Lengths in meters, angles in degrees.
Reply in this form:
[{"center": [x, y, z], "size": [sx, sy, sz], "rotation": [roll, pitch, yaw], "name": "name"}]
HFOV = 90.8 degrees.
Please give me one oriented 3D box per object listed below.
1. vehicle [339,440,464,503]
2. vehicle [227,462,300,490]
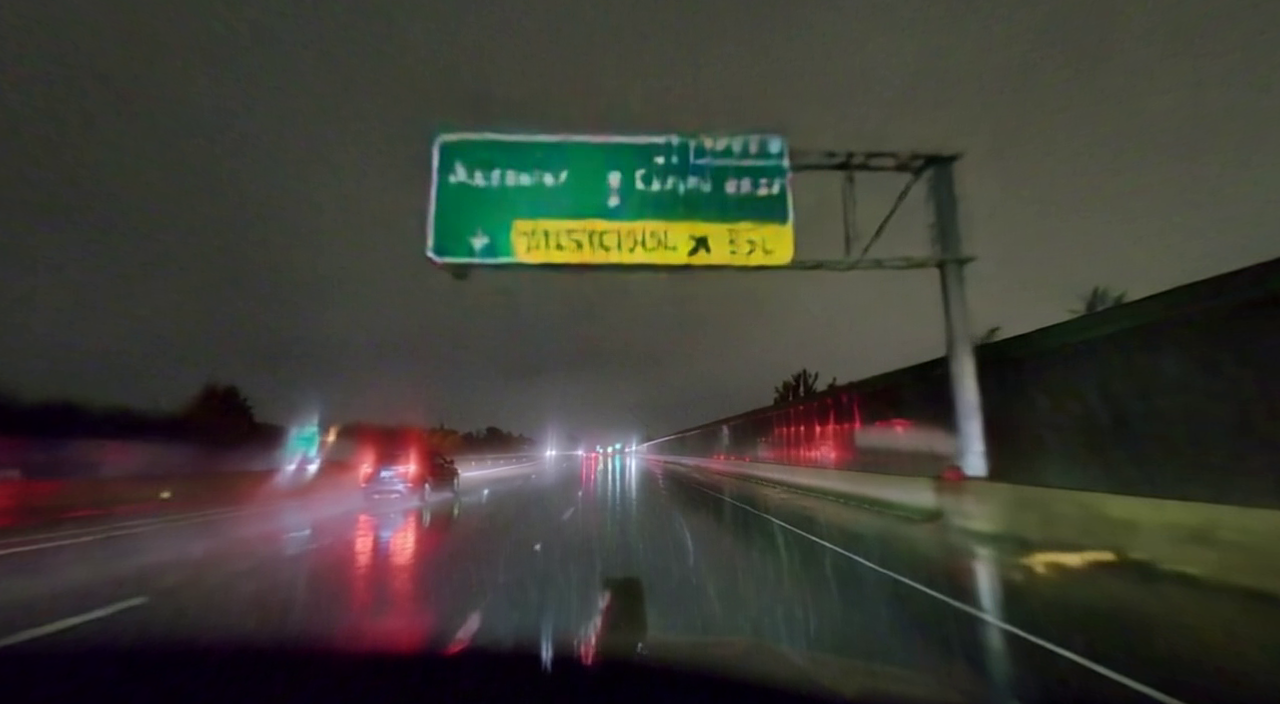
[{"center": [-6.856, 3.467, 18.689], "size": [2.098, 1.606, 4.227], "rotation": [0, -9, -1], "name": "vehicle"}, {"center": [-22.730, 7.486, 38.325], "size": [1.770, 1.467, 4.590], "rotation": [0, -9, -2], "name": "vehicle"}]
